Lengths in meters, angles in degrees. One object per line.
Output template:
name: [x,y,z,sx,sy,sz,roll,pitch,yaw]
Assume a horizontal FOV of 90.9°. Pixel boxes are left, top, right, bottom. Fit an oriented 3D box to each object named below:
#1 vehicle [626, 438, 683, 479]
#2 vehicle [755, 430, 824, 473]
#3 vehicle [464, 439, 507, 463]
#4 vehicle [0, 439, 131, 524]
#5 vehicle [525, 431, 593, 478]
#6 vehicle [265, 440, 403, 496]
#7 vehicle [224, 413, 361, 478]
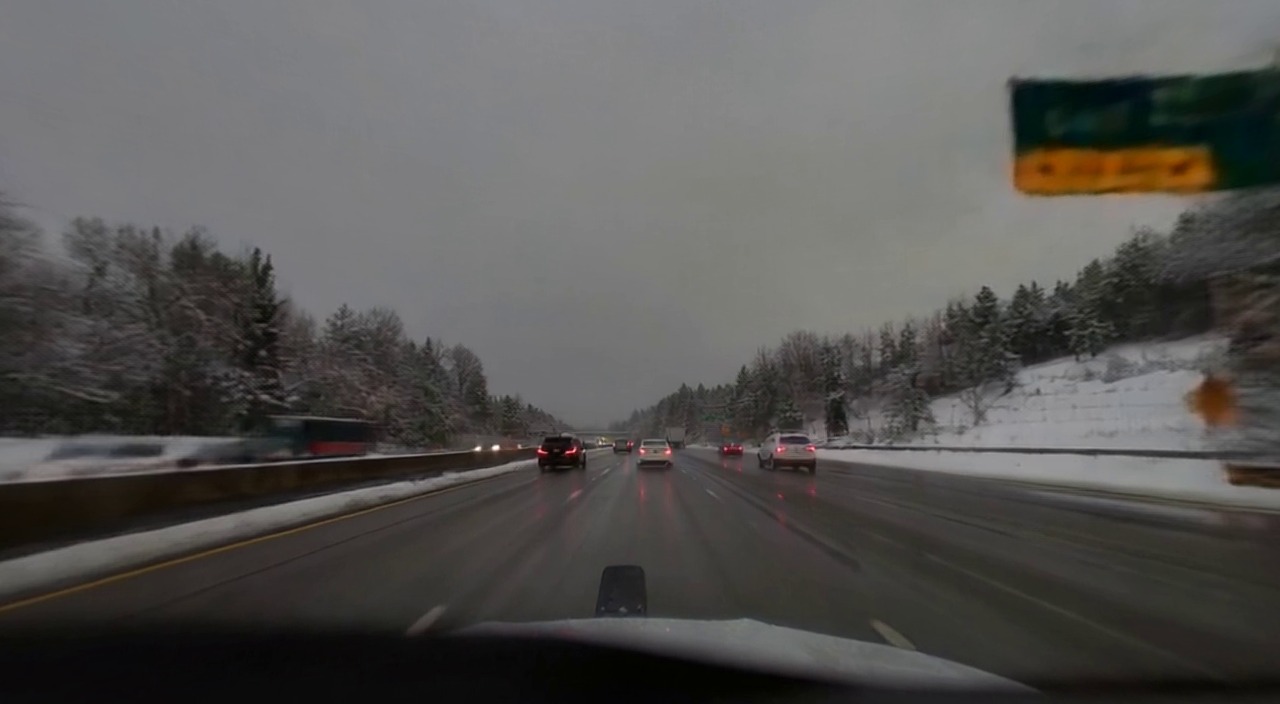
vehicle: [0.549,4.171,25.010,2.071,1.464,4.162,0,-8,1]
vehicle: [7.146,4.804,30.777,2.094,1.916,5.099,0,-8,0]
vehicle: [-11.791,7.574,48.517,1.915,1.675,5.092,0,-8,1]
vehicle: [-12.527,2.431,12.038,1.926,1.518,4.327,0,-8,1]
vehicle: [-3.232,4.181,26.049,2.140,1.720,4.410,0,-8,1]
vehicle: [-8.969,3.398,18.972,1.967,1.447,4.206,0,-8,2]
vehicle: [-19.185,5.234,35.621,2.953,3.194,8.165,-1,-8,1]
